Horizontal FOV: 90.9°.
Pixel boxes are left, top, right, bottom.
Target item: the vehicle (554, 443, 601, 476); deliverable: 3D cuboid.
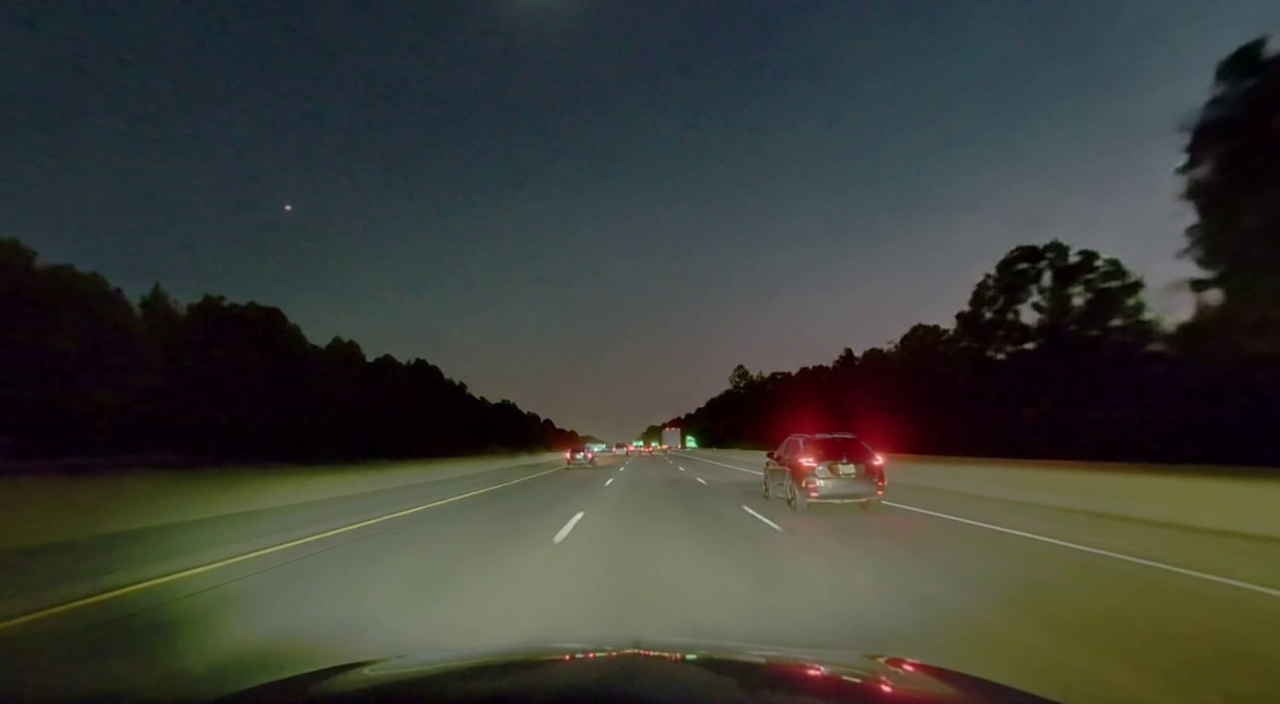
[{"bbox_3d":[-3.161,5.519,32.549,2.025,1.571,3.662,0,-9,1],"label":"vehicle"}]
